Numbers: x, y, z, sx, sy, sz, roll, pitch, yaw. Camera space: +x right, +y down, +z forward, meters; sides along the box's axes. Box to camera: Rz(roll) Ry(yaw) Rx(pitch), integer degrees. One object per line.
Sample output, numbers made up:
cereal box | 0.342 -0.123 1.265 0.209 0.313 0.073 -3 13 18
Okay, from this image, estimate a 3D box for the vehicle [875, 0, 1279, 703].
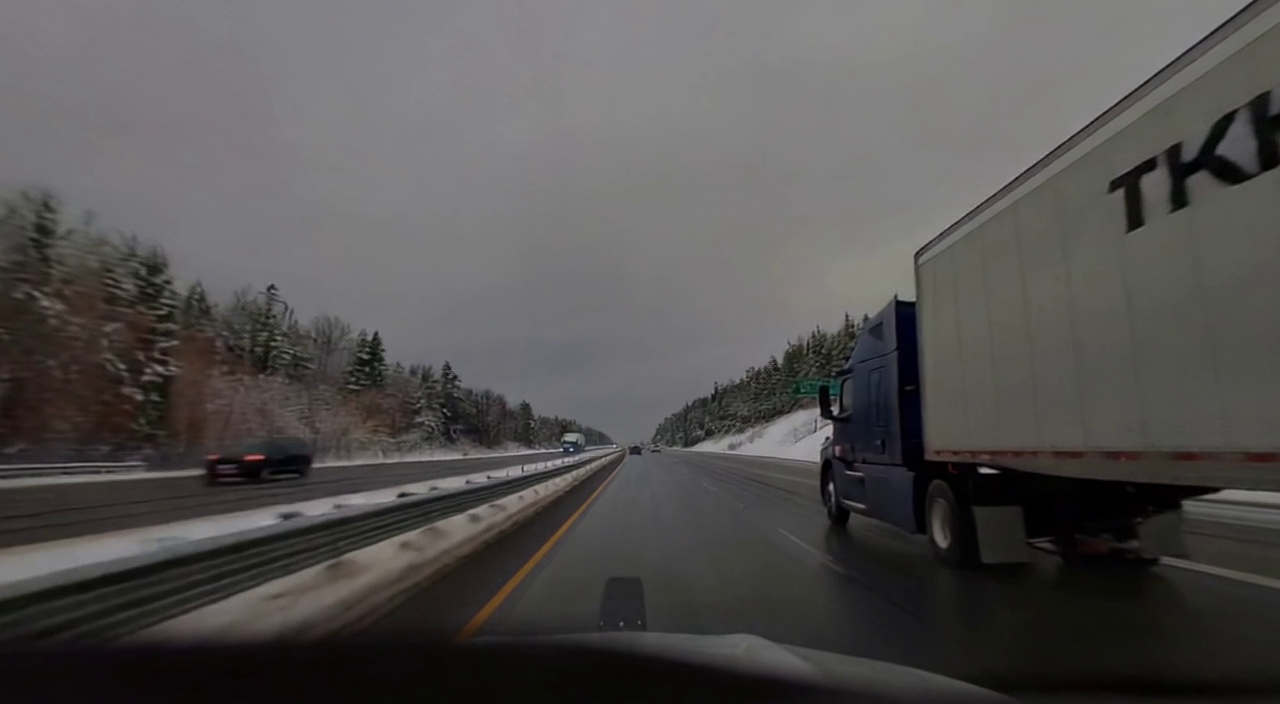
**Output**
vehicle | 4.902 -0.444 1.601 2.983 4.030 14.444 0 -9 0
